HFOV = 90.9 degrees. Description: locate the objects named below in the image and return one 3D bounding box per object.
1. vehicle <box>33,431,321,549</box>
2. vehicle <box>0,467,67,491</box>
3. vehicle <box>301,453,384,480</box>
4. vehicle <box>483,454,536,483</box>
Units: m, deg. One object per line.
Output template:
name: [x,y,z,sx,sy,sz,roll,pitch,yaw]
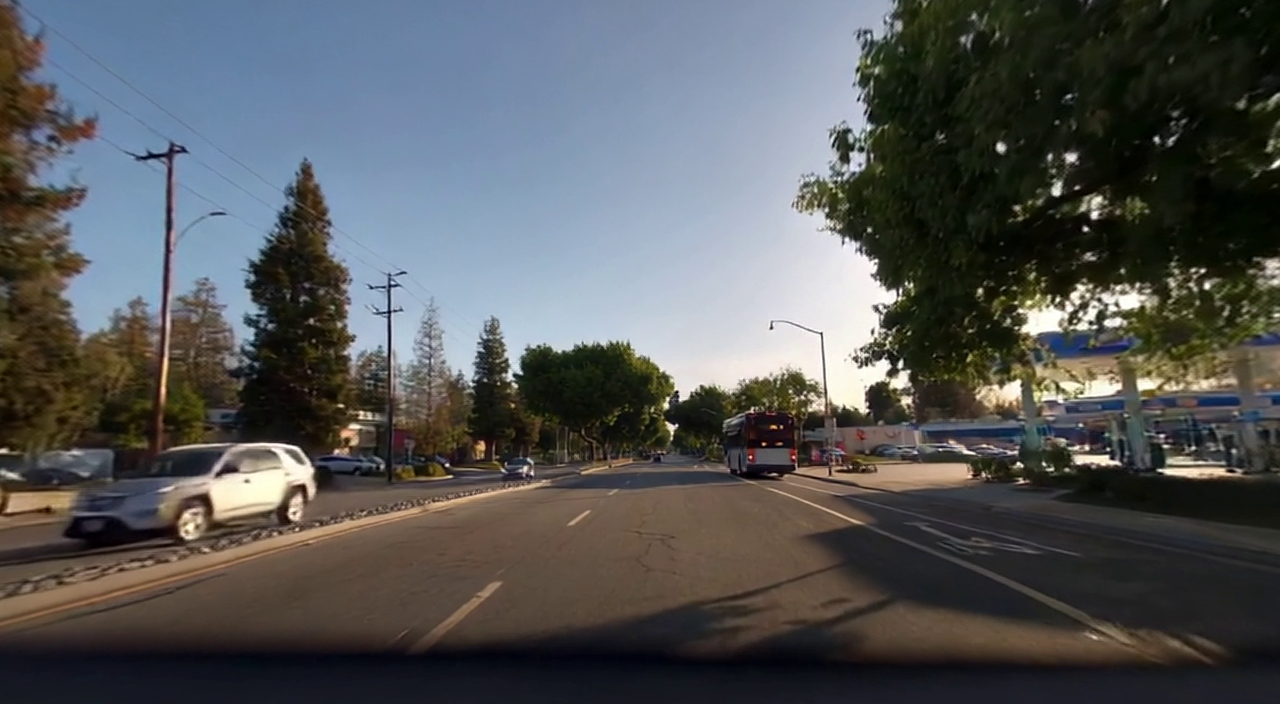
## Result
vehicle: [-7.934,2.372,11.446,1.982,1.722,4.070,-1,-9,2]
vehicle: [-43.060,8.752,43.334,2.287,1.527,4.946,-2,-10,7]
vehicle: [-22.751,8.712,48.407,2.284,1.855,5.392,-4,-10,27]
vehicle: [-7.126,6.390,34.806,1.900,1.481,4.317,0,-9,1]
